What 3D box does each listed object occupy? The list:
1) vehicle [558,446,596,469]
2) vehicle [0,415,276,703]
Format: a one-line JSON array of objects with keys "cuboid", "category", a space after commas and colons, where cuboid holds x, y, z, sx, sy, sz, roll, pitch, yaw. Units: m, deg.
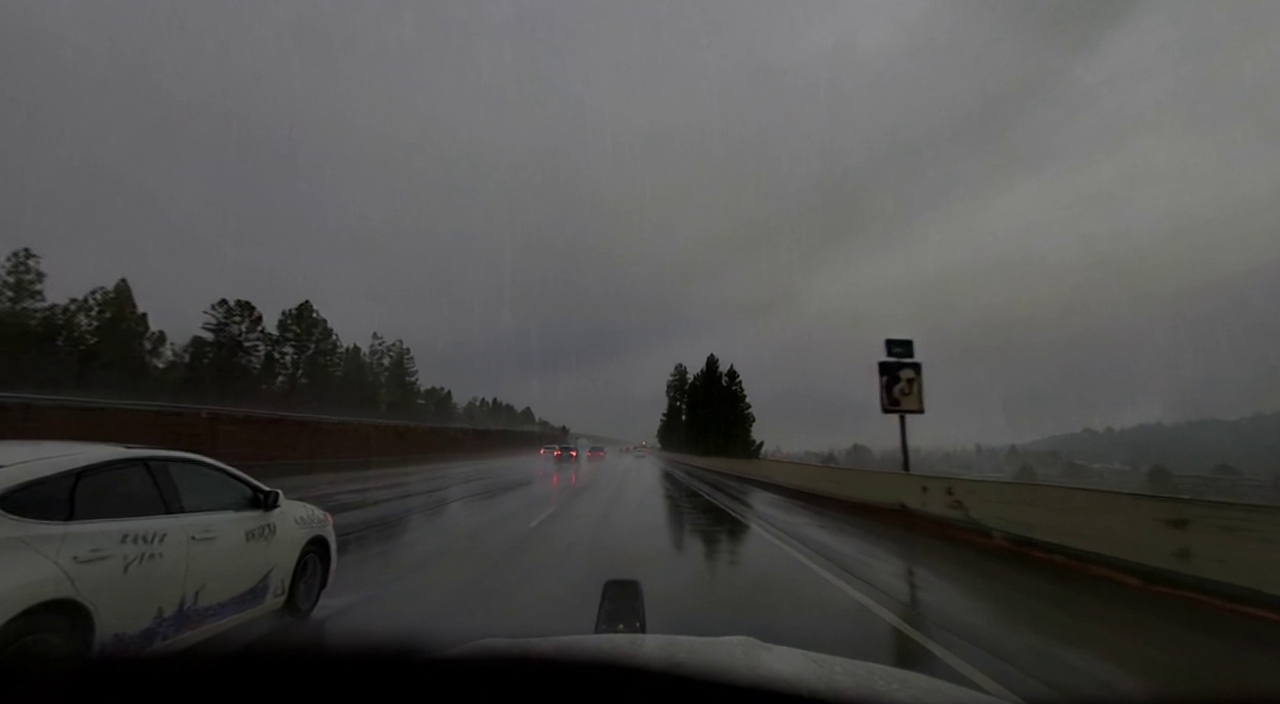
[{"cuboid": [-4.185, 7.106, 42.645, 2.120, 1.458, 4.031, 0, -9, 0], "category": "vehicle"}, {"cuboid": [-4.065, 1.054, 2.998, 1.965, 1.485, 4.460, 0, -9, 0], "category": "vehicle"}]
